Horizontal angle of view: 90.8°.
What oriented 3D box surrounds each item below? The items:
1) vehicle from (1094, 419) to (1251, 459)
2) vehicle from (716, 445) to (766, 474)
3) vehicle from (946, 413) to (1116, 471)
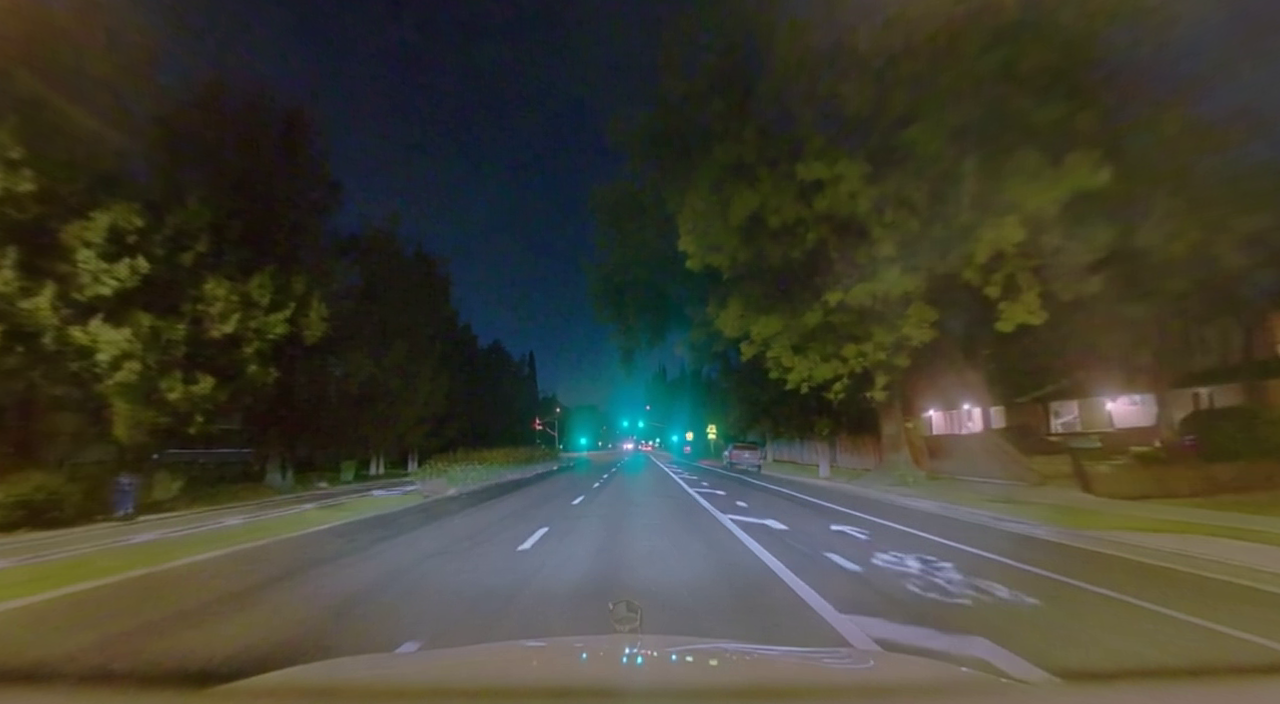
[{"bbox_3d":[21.040,3.460,25.113,4.479,1.474,1.907,0,-8,-1],"label":"vehicle"},{"bbox_3d":[5.316,5.727,33.964,1.984,1.418,4.709,1,-9,1],"label":"vehicle"},{"bbox_3d":[15.239,3.540,24.859,5.136,1.795,2.244,-4,-9,-3],"label":"vehicle"}]
